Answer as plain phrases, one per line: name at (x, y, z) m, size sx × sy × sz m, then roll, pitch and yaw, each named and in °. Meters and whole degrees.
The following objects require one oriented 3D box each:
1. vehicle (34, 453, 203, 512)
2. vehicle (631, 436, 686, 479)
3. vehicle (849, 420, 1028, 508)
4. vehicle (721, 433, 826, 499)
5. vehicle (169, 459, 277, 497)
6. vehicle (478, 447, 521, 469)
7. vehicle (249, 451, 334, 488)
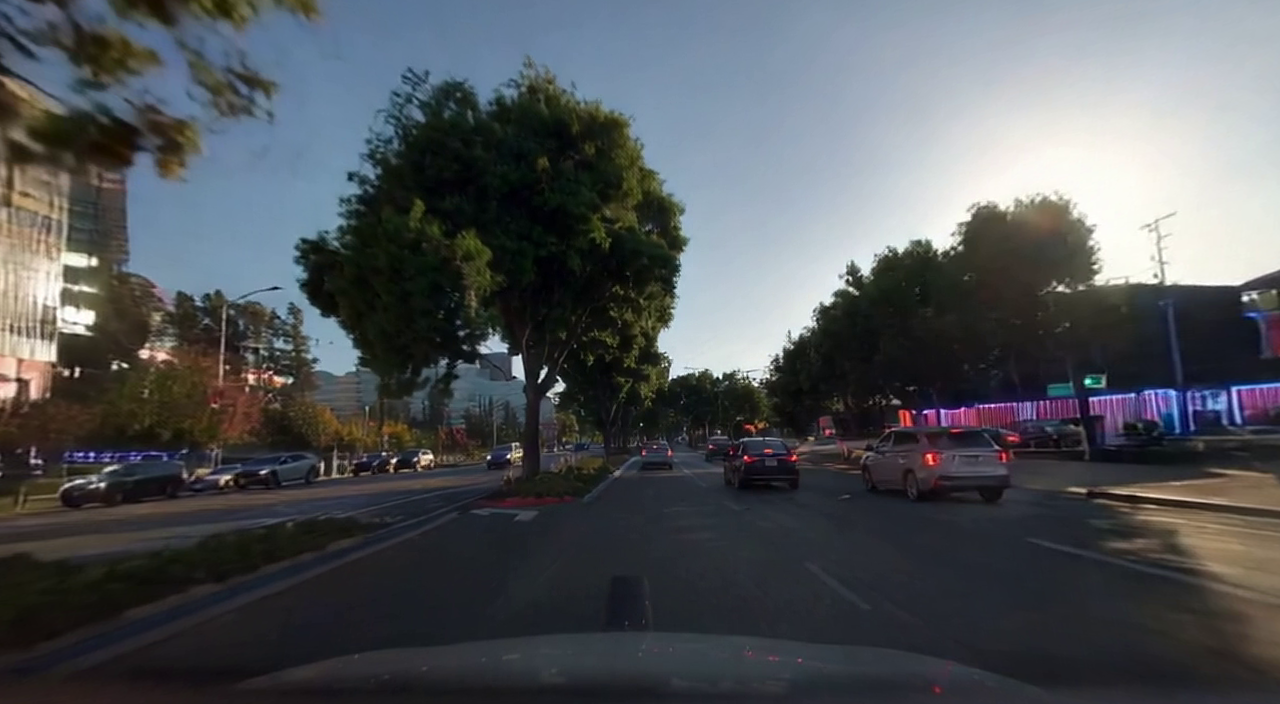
vehicle at (-18.075, 4.489, 22.225) m, size 1.954 × 1.779 × 4.635 m, roll 0°, pitch -8°, yaw 0°
vehicle at (0.709, 4.390, 26.443) m, size 2.125 × 1.669 × 3.880 m, roll 0°, pitch -8°, yaw 0°
vehicle at (6.881, 2.630, 15.248) m, size 1.963 × 1.783 × 4.722 m, roll 0°, pitch -8°, yaw -1°
vehicle at (3.582, 3.150, 17.866) m, size 1.931 × 1.591 × 4.708 m, roll 0°, pitch -8°, yaw 0°
vehicle at (-18.167, 5.486, 27.734) m, size 1.716 × 1.412 × 4.335 m, roll 0°, pitch -8°, yaw 1°
vehicle at (-10.261, 7.788, 46.389) m, size 1.941 × 1.477 × 4.482 m, roll -1°, pitch -8°, yaw 2°
vehicle at (-18.004, 6.062, 32.840) m, size 1.847 × 1.730 × 4.530 m, roll 0°, pitch -8°, yaw 0°
